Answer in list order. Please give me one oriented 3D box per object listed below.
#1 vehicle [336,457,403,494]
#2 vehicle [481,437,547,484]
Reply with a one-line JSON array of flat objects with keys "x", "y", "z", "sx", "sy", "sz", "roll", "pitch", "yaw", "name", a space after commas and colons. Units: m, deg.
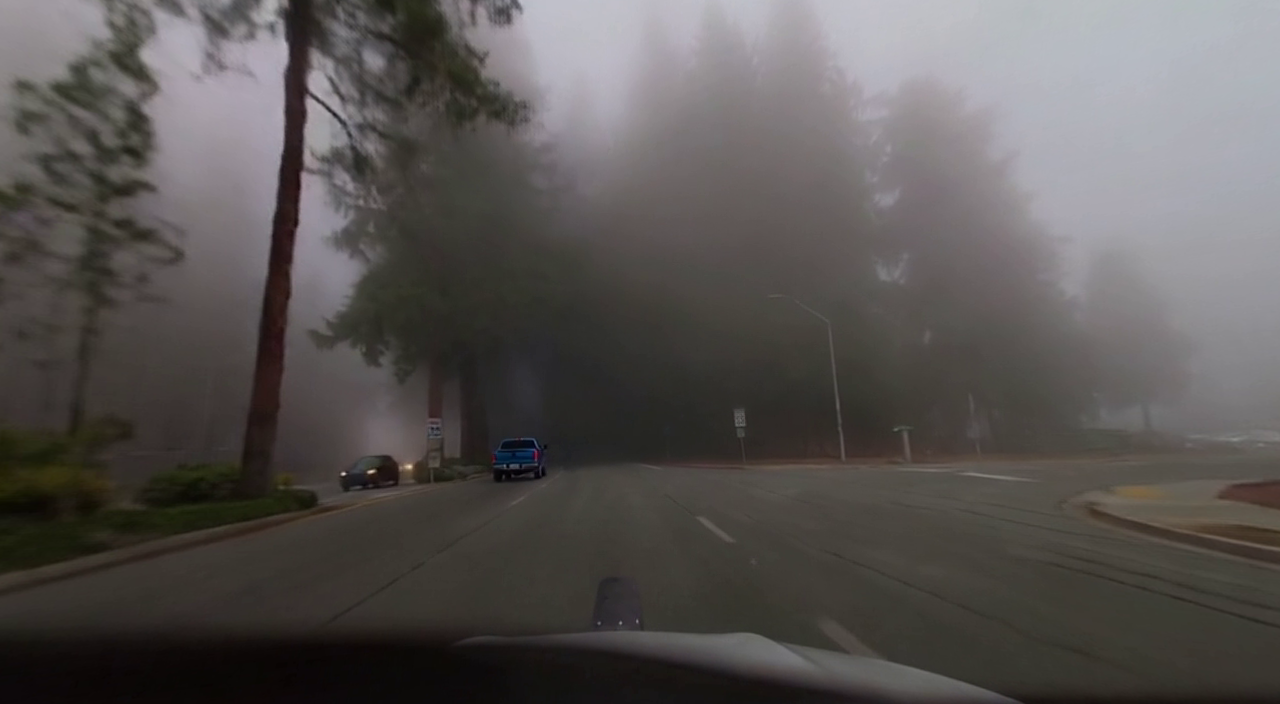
[{"x": -13.417, "y": 6.103, "z": 31.595, "sx": 1.883, "sy": 1.632, "sz": 4.024, "roll": 0, "pitch": -9, "yaw": -5, "name": "vehicle"}, {"x": -5.614, "y": 4.925, "z": 29.086, "sx": 2.267, "sy": 1.849, "sz": 6.402, "roll": 0, "pitch": -9, "yaw": -5, "name": "vehicle"}]
